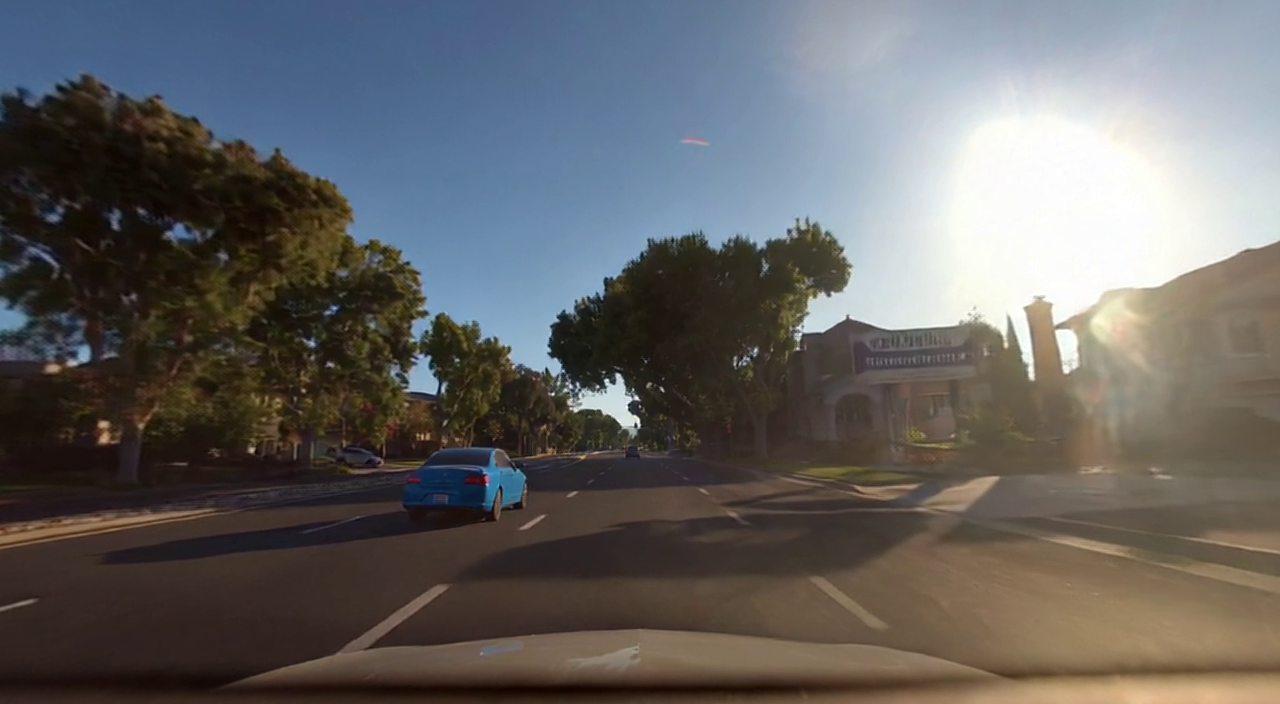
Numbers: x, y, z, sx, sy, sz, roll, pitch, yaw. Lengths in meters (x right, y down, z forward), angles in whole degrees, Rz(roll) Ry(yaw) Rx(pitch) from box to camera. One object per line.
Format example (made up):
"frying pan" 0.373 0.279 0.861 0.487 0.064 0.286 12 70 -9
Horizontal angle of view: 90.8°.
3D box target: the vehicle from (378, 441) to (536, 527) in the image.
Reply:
"vehicle" -3.501 2.592 13.038 2.005 1.477 4.169 0 -8 0
